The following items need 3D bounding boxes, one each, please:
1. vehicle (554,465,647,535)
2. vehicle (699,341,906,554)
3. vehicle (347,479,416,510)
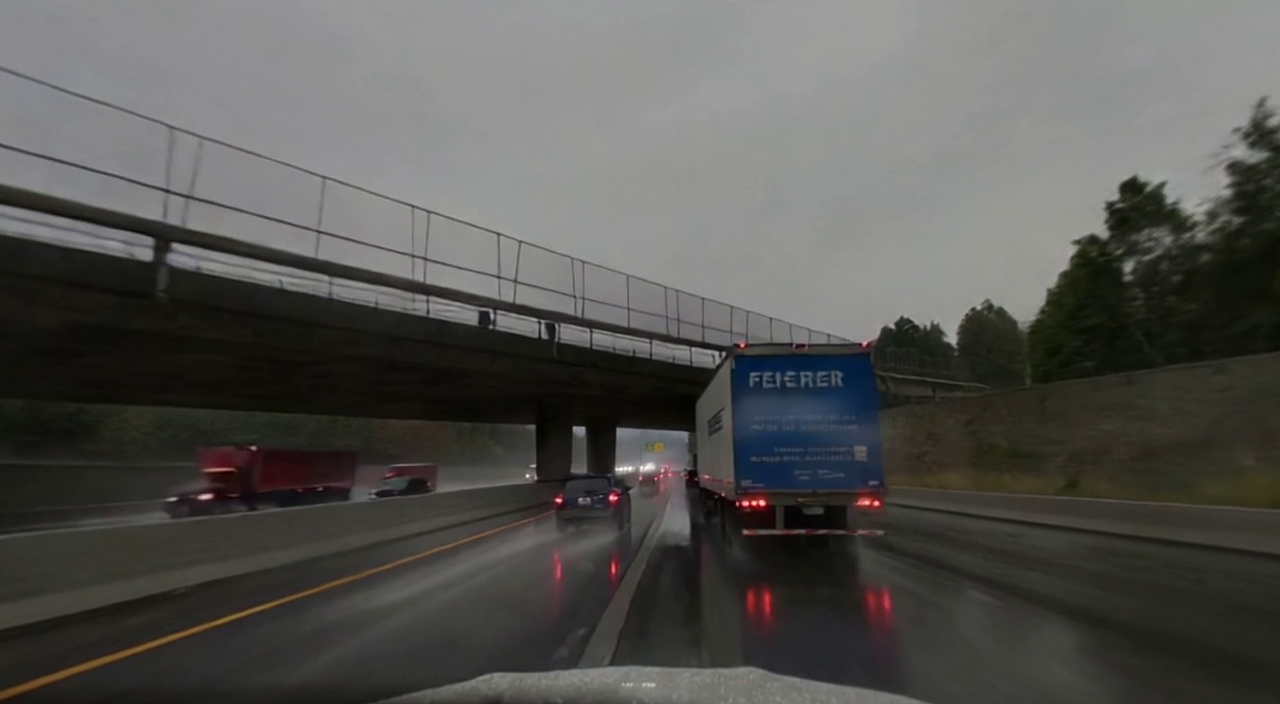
[{"bbox_3d":[-0.949,4.099,17.977,2.124,1.653,4.857,0,-10,3],"label":"vehicle"},{"bbox_3d":[3.342,2.544,16.149,2.980,3.834,9.423,0,-10,1],"label":"vehicle"},{"bbox_3d":[-13.932,7.668,34.170,1.788,1.465,4.145,0,-11,3],"label":"vehicle"}]
